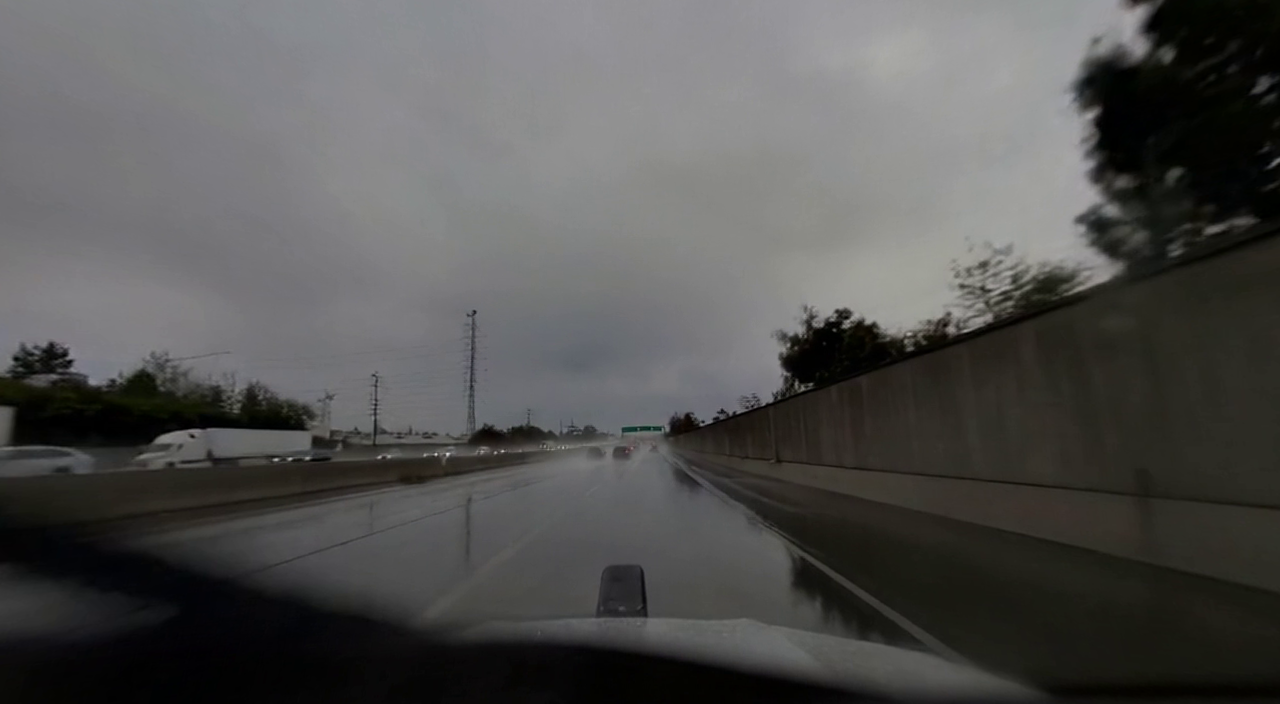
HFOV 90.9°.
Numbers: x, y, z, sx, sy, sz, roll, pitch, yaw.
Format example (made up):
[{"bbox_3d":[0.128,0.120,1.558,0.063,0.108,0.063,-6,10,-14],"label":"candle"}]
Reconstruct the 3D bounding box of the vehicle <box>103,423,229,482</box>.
[{"bbox_3d":[-35.860,7.651,48.294,3.059,4.015,8.256,0,-8,0],"label":"vehicle"}]
